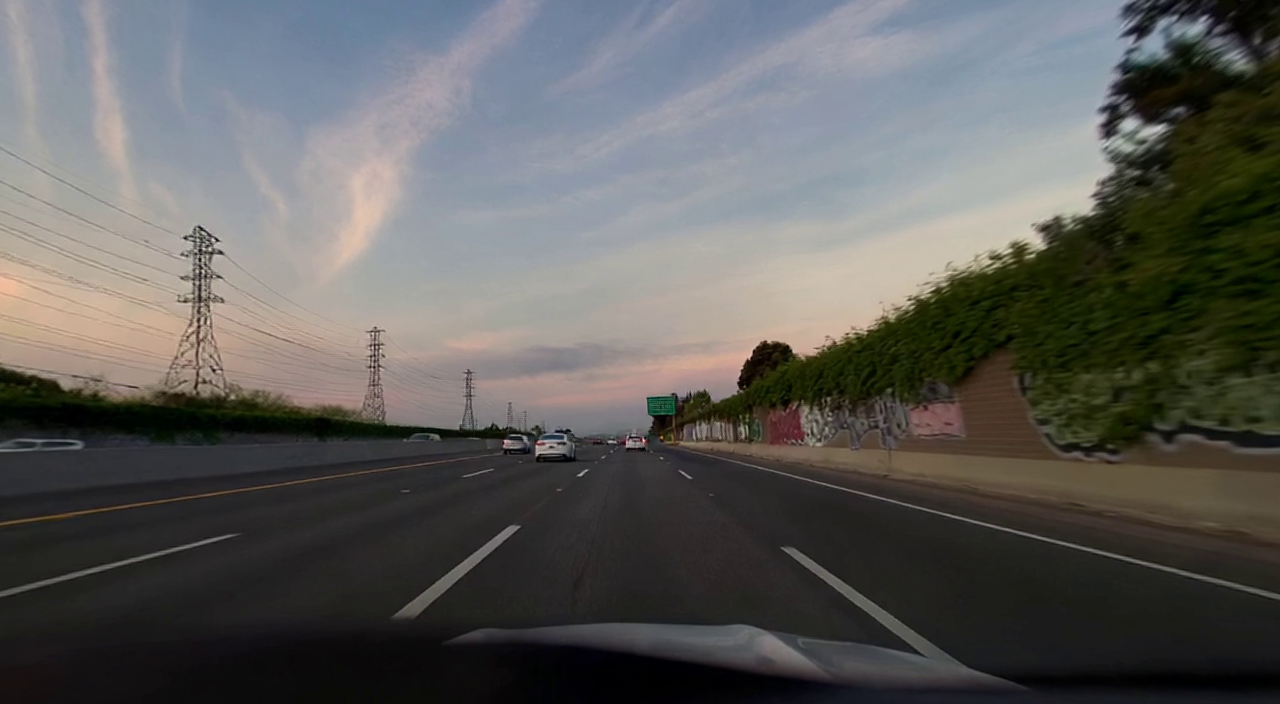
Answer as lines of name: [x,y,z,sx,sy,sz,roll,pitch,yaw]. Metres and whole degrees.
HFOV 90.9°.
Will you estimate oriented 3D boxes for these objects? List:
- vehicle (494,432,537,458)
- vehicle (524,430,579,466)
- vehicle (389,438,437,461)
vehicle: [-8.185,6.137,41.764,2.033,1.615,4.168,0,-8,0]
vehicle: [-4.254,4.660,30.881,2.118,1.640,4.031,0,-8,0]
vehicle: [-16.107,6.878,44.882,1.929,1.531,4.100,0,-8,0]
